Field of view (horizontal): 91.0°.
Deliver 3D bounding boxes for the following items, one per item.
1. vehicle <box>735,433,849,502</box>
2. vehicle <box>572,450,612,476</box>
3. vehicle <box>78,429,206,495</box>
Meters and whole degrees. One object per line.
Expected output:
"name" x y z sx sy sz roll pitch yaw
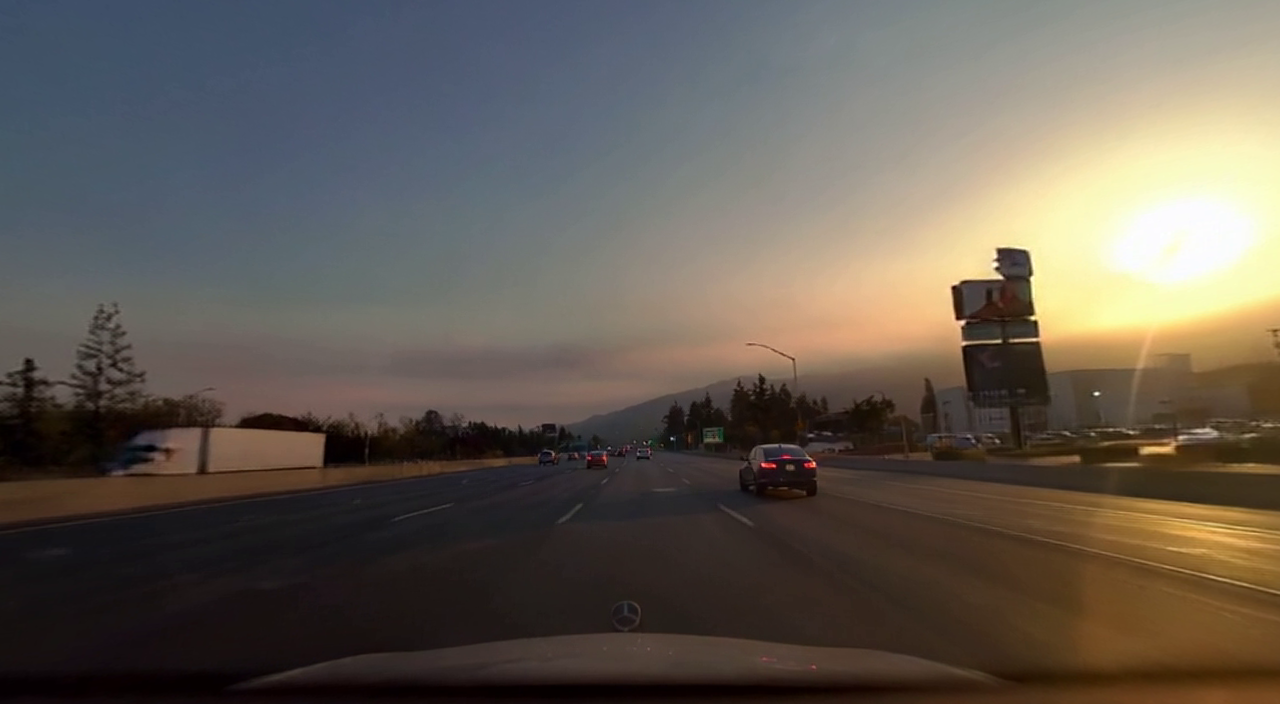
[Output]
"vehicle" 4.277 3.352 18.653 2.109 1.764 4.704 0 -9 -1
"vehicle" -2.896 6.847 39.068 2.139 1.510 4.506 0 -9 0
"vehicle" -31.683 7.005 40.494 3.021 3.822 6.050 -1 -9 1
